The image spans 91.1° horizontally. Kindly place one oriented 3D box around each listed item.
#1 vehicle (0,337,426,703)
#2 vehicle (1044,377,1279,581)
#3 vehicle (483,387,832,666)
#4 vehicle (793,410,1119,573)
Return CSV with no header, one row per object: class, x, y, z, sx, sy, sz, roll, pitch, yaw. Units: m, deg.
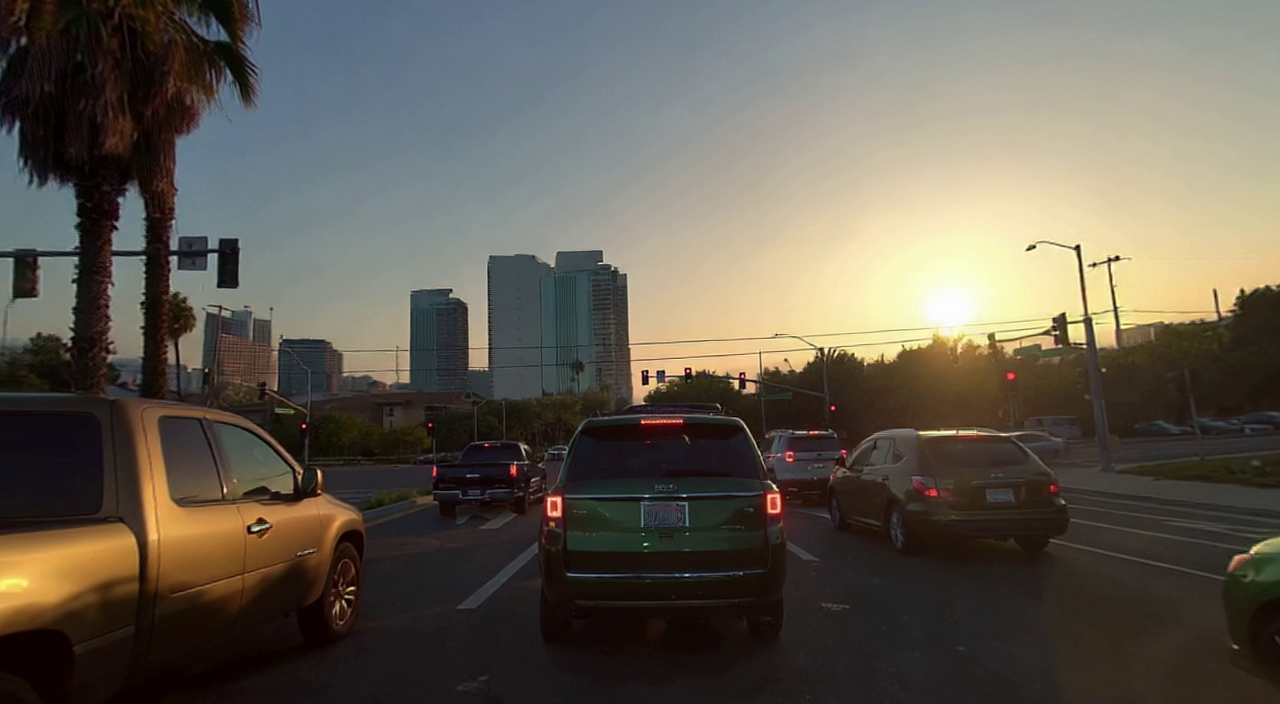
vehicle,-3.185,1.086,3.876,2.171,1.702,4.416,0,-9,0
vehicle,7.299,1.299,6.560,2.337,1.925,5.728,0,-8,0
vehicle,0.127,1.374,5.991,2.123,1.704,4.128,0,-9,1
vehicle,3.977,1.863,9.278,2.072,1.704,5.170,0,-8,-1
